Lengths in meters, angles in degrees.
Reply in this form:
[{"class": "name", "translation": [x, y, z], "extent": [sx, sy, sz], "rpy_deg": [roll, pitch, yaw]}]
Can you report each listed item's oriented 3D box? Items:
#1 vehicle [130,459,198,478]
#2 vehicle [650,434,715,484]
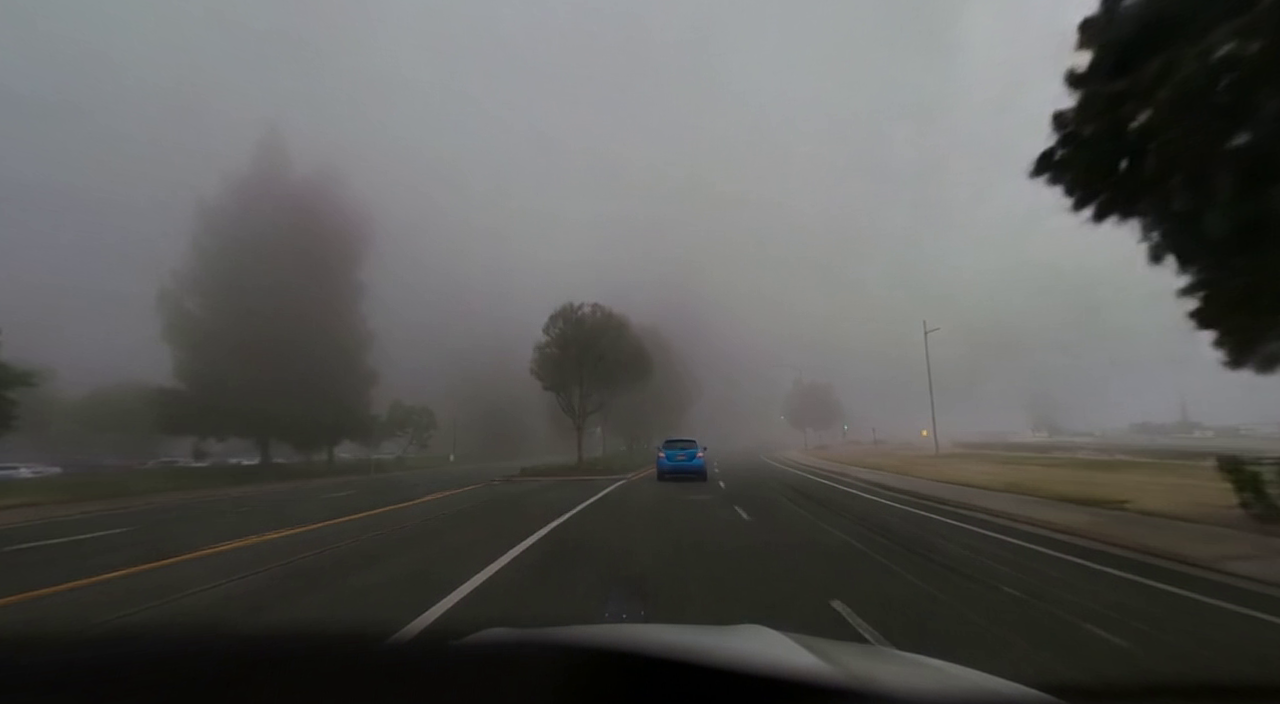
[{"class": "vehicle", "translation": [-37.460, 9.143, 49.658], "extent": [4.261, 1.430, 1.806], "rpy_deg": [-2, -9, 11]}, {"class": "vehicle", "translation": [1.468, 3.603, 21.522], "extent": [2.010, 1.535, 3.735], "rpy_deg": [-1, -8, 5]}]
